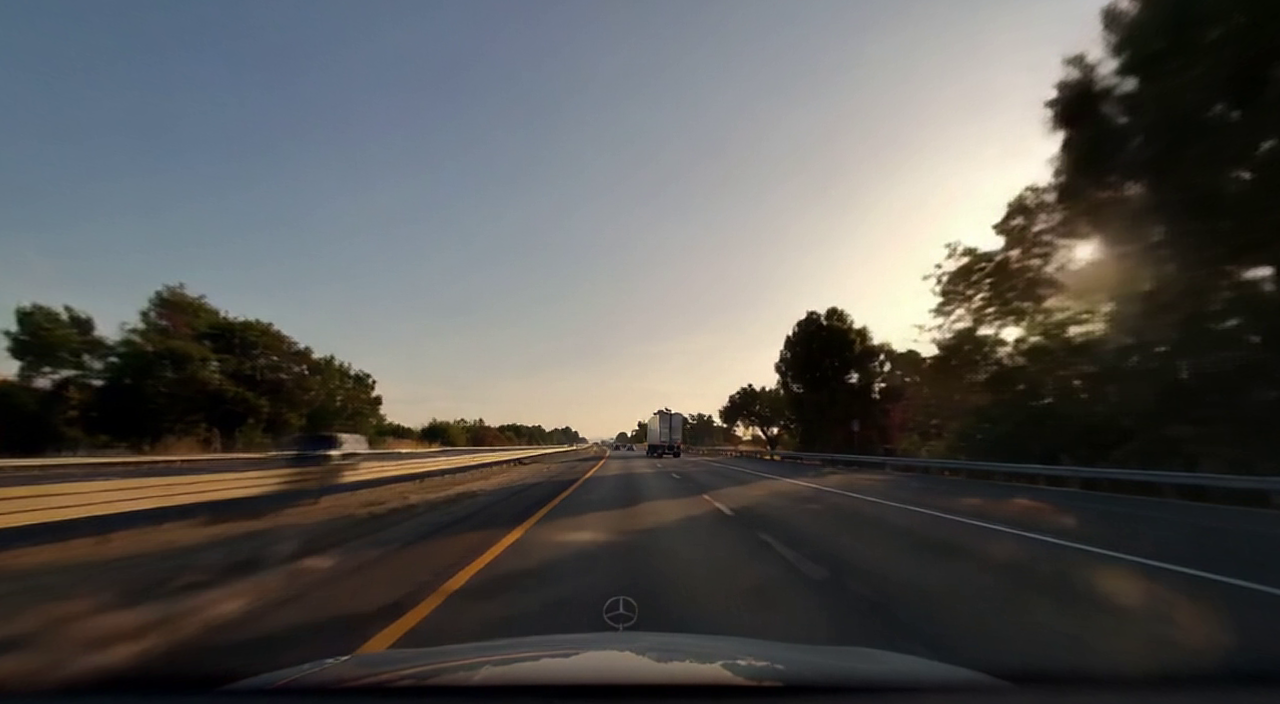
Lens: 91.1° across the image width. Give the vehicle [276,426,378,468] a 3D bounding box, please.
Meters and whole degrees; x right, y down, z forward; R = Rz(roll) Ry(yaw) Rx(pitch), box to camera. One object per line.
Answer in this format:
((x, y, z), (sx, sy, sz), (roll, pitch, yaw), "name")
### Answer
((-12.851, 3.978, 26.185), (1.936, 1.578, 4.596), (0, -9, -1), "vehicle")
